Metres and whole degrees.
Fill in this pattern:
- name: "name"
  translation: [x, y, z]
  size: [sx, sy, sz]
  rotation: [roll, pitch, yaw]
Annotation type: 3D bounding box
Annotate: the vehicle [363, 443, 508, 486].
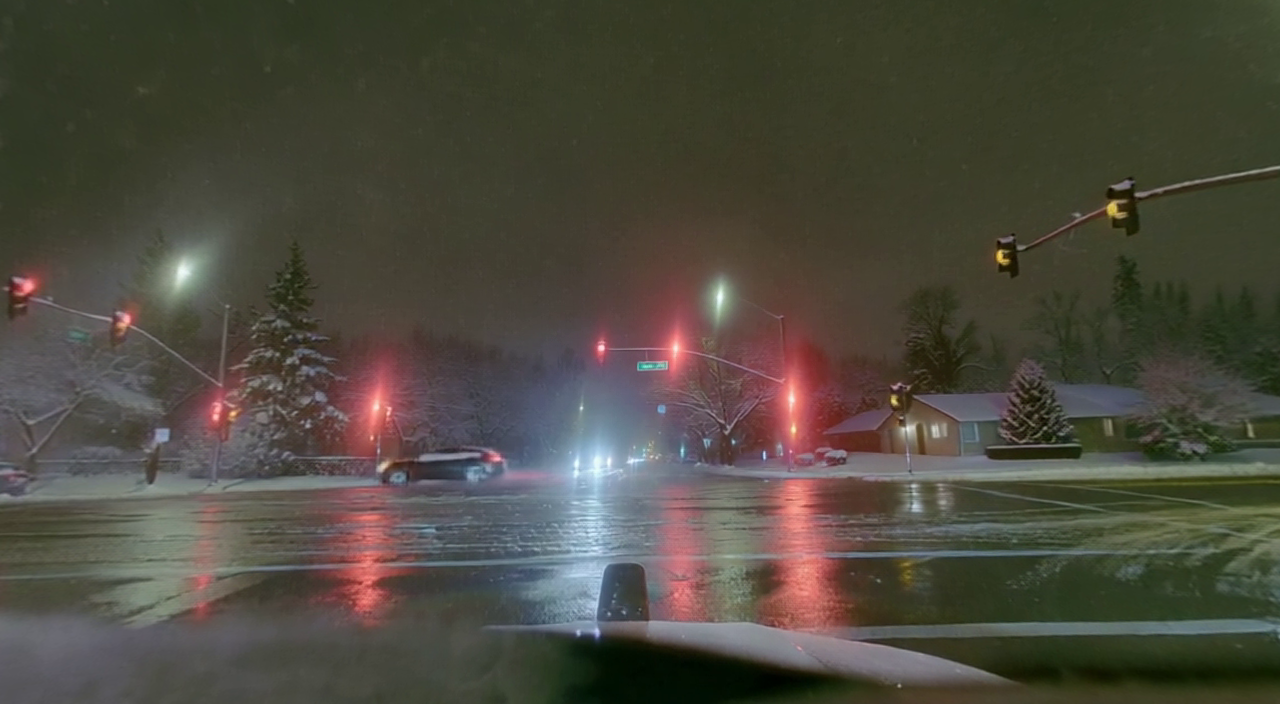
- name: "vehicle"
  translation: [-7.236, 4.011, 22.656]
  size: [4.562, 1.460, 1.822]
  rotation: [0, -8, 0]
